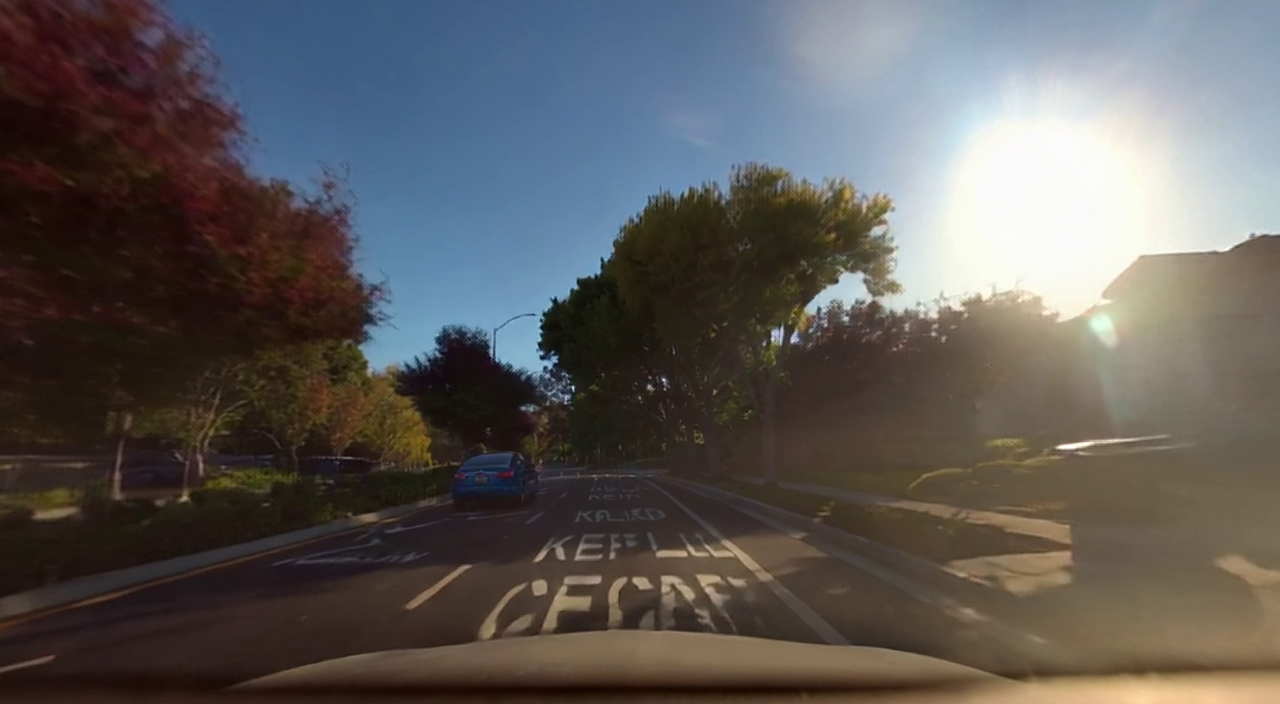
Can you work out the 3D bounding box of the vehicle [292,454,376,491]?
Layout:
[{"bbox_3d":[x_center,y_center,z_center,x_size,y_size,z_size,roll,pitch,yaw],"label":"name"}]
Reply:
[{"bbox_3d":[-19.178,7.520,40.069,2.544,2.065,6.253,0,-9,-4],"label":"vehicle"}]

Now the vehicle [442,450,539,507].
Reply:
[{"bbox_3d":[-4.415,3.796,19.412,1.980,1.508,4.502,0,-9,-2],"label":"vehicle"}]

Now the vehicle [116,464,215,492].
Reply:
[{"bbox_3d":[-30.733,8.205,41.073,4.582,1.683,1.974,3,-10,-12],"label":"vehicle"}]
